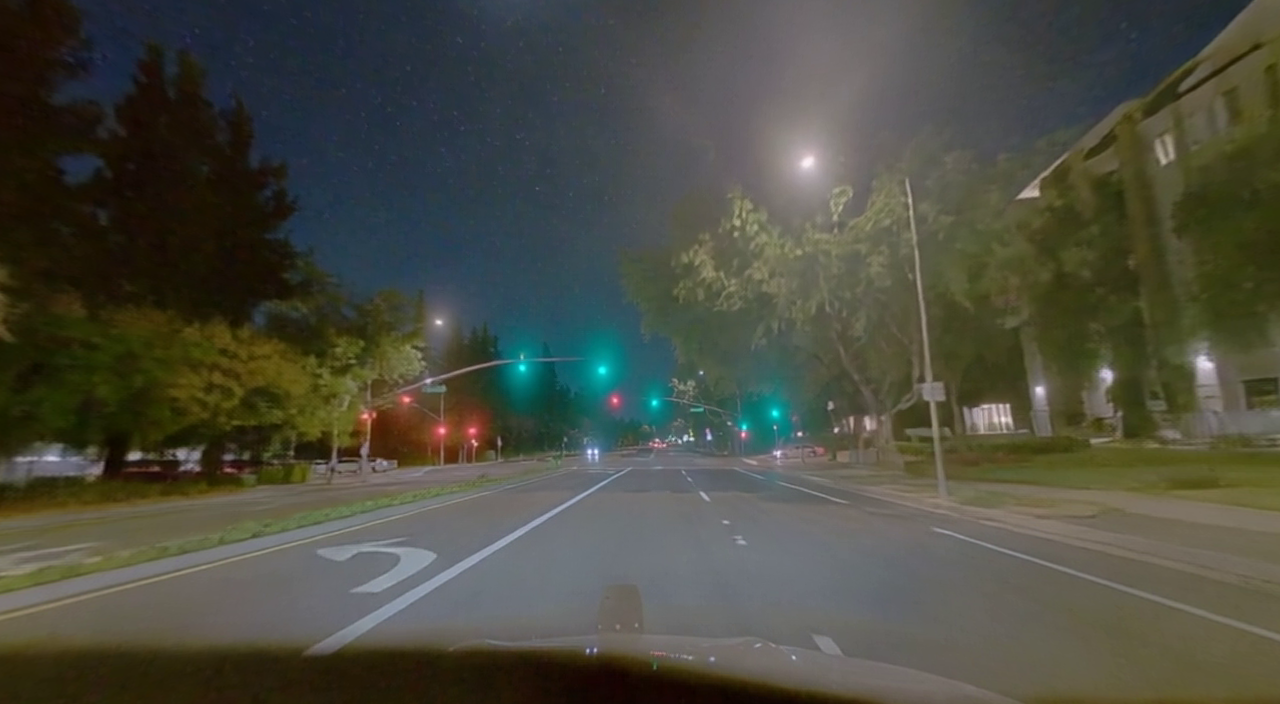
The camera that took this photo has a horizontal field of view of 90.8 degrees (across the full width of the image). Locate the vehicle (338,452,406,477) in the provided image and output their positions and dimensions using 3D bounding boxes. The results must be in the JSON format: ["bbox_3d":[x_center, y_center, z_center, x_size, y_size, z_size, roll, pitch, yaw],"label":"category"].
[{"bbox_3d":[-20.946,8.788,49.495,4.445,1.805,1.944,-2,-8,4],"label":"vehicle"}]
